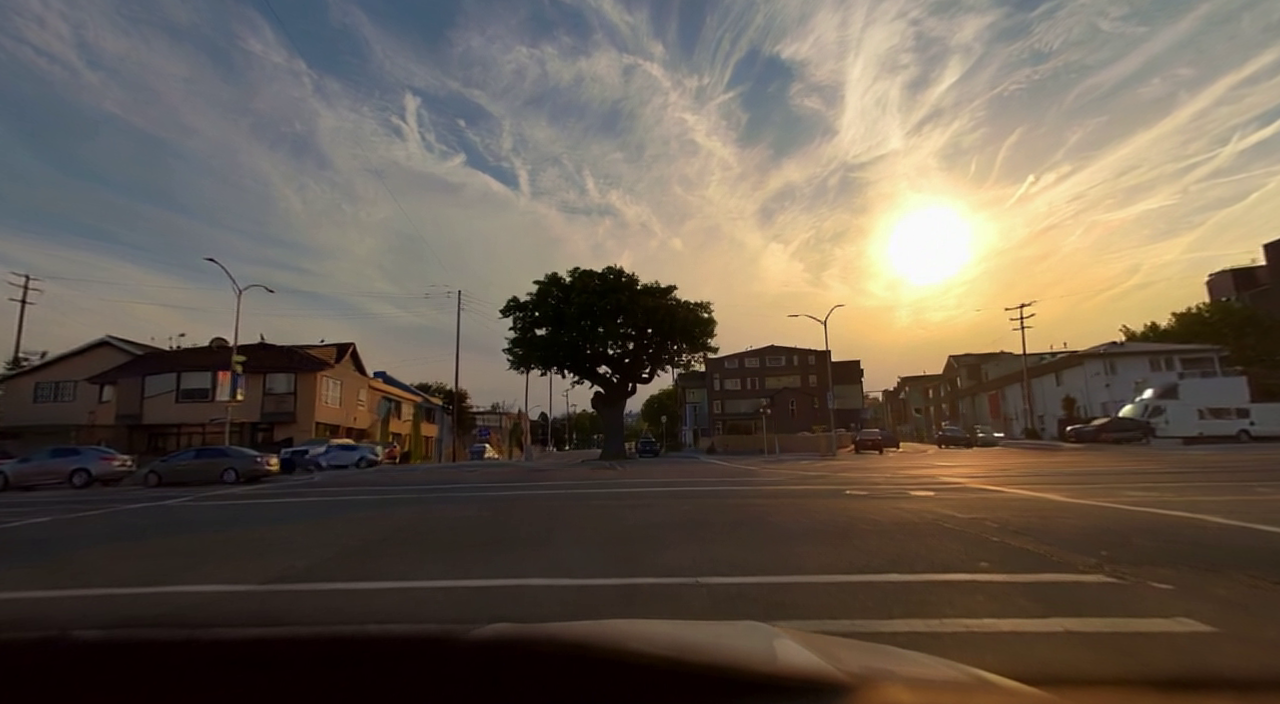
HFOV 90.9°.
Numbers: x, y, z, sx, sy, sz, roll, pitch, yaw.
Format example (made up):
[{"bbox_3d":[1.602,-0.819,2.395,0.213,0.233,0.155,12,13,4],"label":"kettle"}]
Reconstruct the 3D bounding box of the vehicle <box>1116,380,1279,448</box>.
[{"bbox_3d":[33.607,3.548,35.906,10.986,3.604,2.707,0,-8,-5],"label":"vehicle"}]

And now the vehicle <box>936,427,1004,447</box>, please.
[{"bbox_3d":[26.083,6.741,49.855,4.323,1.507,1.896,0,-9,-3],"label":"vehicle"}]

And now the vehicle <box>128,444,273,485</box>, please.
[{"bbox_3d":[-16.282,4.170,23.461,4.233,1.432,1.755,-1,-9,6],"label":"vehicle"}]

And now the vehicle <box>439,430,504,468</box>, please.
[{"bbox_3d":[-8.213,4.825,31.244,2.156,1.620,4.945,3,-9,-4],"label":"vehicle"}]

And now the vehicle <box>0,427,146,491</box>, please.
[{"bbox_3d":[-21.446,4.045,23.919,3.506,2.261,2.158,-1,-9,5],"label":"vehicle"}]

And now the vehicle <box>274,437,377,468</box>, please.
[{"bbox_3d":[-17.237,5.536,34.786,2.010,1.583,4.582,-6,-11,34],"label":"vehicle"}]

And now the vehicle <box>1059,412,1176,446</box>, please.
[{"bbox_3d":[29.454,4.774,39.017,5.277,2.032,2.408,0,-7,-2],"label":"vehicle"}]

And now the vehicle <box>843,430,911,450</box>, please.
[{"bbox_3d":[18.550,6.903,49.491,4.528,1.458,1.939,1,-7,-4],"label":"vehicle"}]
